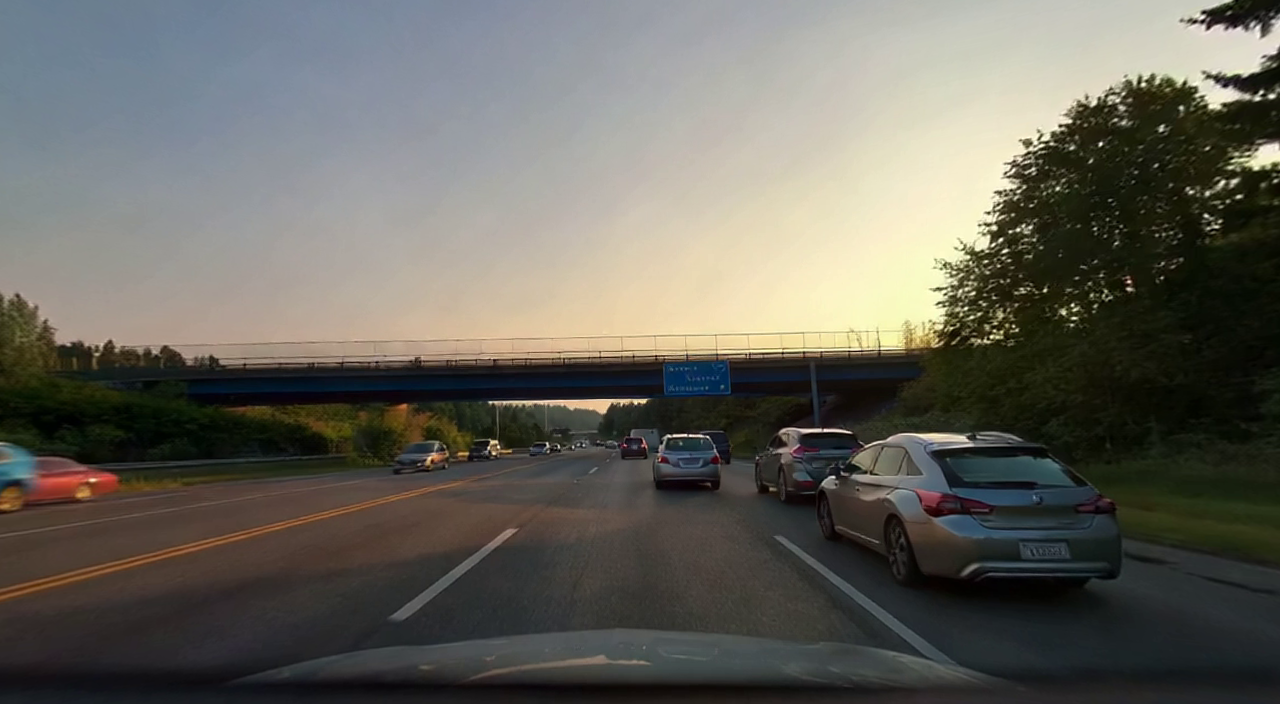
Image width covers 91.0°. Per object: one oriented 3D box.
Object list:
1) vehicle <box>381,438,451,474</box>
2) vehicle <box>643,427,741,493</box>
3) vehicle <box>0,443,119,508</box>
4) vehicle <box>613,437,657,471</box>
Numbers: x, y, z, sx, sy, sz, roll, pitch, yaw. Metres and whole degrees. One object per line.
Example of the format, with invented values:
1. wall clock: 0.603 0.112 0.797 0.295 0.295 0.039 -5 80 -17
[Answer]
1. vehicle: -11.309 5.240 32.152 2.012 1.680 4.360 0 -8 -1
2. vehicle: 1.336 3.008 17.954 2.092 1.636 4.024 0 -8 -5
3. vehicle: -14.772 3.024 15.498 1.592 1.442 2.542 0 -10 0
4. vehicle: -0.247 4.892 30.377 1.968 1.482 3.586 0 -8 -1
